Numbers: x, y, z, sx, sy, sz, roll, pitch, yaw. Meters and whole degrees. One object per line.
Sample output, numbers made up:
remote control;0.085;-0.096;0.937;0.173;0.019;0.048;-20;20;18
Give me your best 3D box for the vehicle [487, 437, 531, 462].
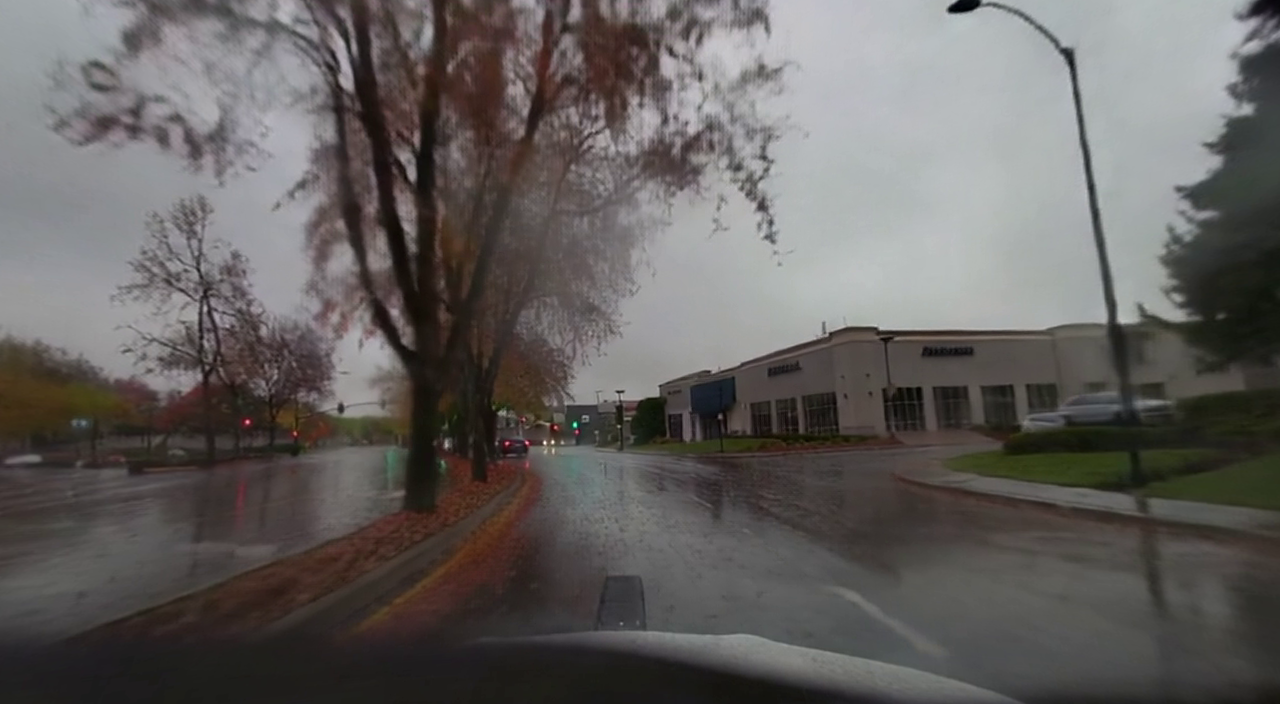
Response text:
vehicle;-8.530;6.330;40.845;2.018;1.512;4.304;3;-9;-22
